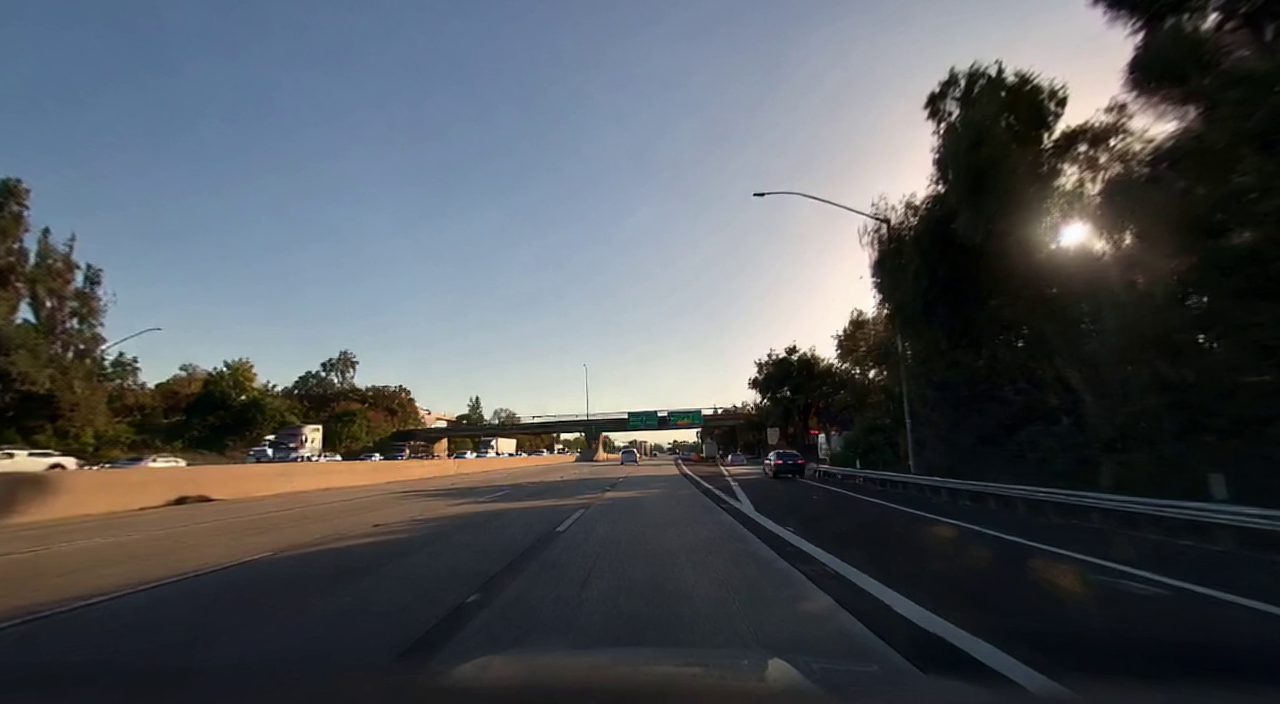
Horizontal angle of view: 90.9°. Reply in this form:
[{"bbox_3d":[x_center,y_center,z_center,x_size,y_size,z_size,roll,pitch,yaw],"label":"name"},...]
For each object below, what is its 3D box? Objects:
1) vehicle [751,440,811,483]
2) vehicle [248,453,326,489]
[{"bbox_3d":[6.848,5.342,31.124,2.146,1.929,4.388,-1,-8,4],"label":"vehicle"},{"bbox_3d":[-23.122,7.780,41.570,2.080,2.095,4.988,0,-8,2],"label":"vehicle"}]
